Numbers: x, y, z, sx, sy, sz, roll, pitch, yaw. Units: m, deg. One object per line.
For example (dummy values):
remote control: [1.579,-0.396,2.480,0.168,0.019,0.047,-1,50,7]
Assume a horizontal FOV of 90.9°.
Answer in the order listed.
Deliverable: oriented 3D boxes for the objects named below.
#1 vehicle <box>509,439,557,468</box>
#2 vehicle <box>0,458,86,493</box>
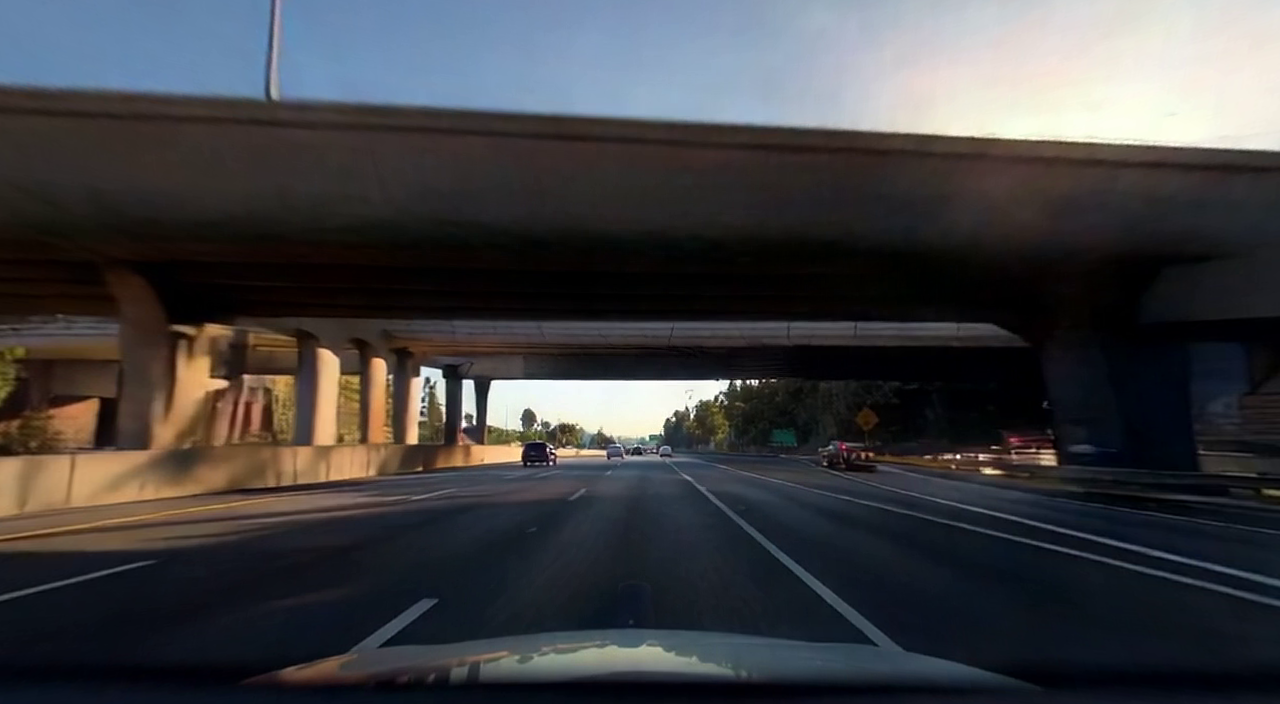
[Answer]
vehicle: [-6.760,6.472,40.382,2.118,1.696,4.836,0,-9,2]
vehicle: [-29.823,5.908,30.408,1.811,1.479,4.751,0,-9,1]
